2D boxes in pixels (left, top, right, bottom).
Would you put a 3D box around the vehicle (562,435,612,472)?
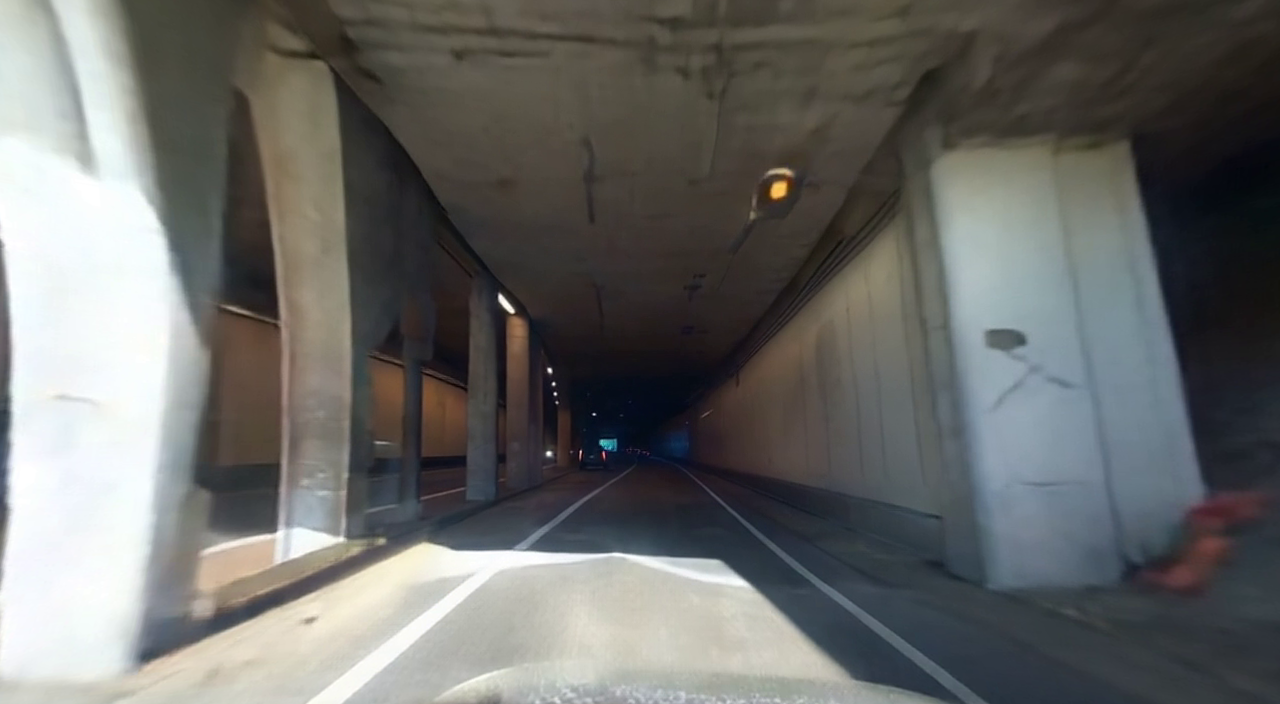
[{"bbox_3d":[-2.552,5.062,31.696,1.961,1.725,4.315,-1,-8,2],"label":"vehicle"}]
